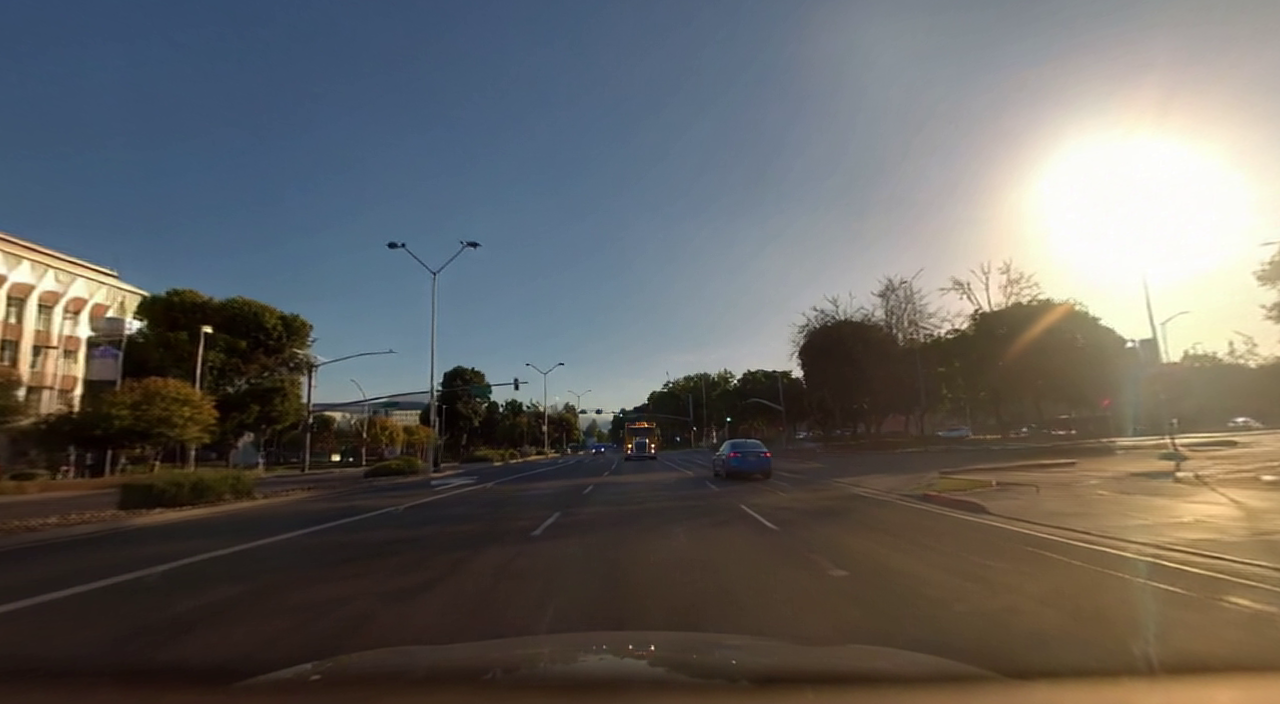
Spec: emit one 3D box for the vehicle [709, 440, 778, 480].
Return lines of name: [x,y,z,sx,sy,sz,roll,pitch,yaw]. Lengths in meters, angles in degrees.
vehicle: [4.122,4.385,25.933,2.005,1.442,4.675,0,-8,-1]

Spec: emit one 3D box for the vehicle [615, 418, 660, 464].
vehicle: [-0.134,6.143,43.401,2.833,2.879,6.572,0,-8,0]
